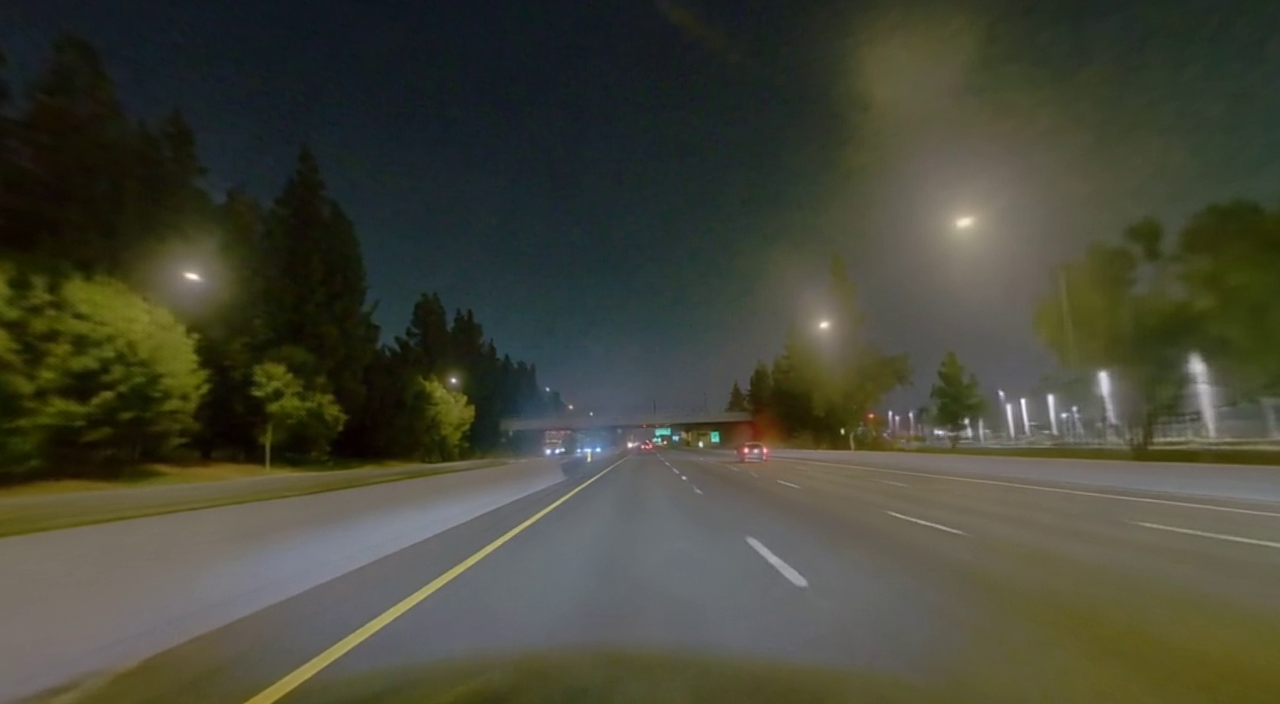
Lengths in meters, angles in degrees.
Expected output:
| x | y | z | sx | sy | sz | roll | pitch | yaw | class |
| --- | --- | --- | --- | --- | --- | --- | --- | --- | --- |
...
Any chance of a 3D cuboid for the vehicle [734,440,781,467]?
| x | y | z | sx | sy | sz | roll | pitch | yaw | class |
| --- | --- | --- | --- | --- | --- | --- | --- | --- | --- |
| 7.029 | 6.102 | 38.134 | 2.025 | 1.484 | 4.208 | 0 | -8 | -1 | vehicle |
